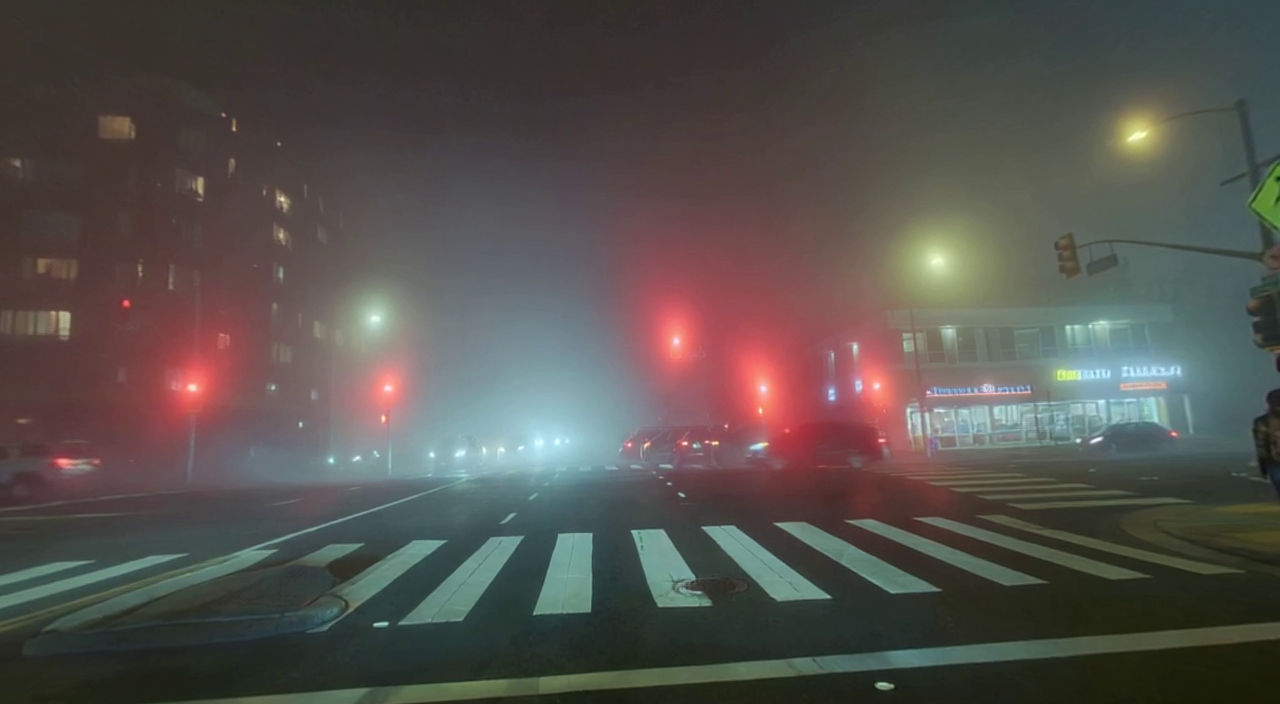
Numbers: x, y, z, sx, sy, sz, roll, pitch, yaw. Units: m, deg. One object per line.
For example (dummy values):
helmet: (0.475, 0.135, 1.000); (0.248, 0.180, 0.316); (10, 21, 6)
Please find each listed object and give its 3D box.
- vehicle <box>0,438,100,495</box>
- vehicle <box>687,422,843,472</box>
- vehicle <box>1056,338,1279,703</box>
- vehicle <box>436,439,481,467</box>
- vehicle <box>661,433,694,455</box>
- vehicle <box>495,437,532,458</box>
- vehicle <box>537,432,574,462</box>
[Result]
vehicle: (-23.097, 4.121, 22.893); (4.842, 1.969, 2.039); (1, -9, -8)
vehicle: (4.028, 3.097, 20.747); (4.612, 1.521, 1.811); (1, -9, -9)
vehicle: (3.021, 0.613, 0.878); (1.866, 1.654, 4.354); (0, -8, 0)
vehicle: (-10.898, 6.099, 38.211); (1.885, 1.545, 4.124); (1, -8, -6)
vehicle: (2.789, 6.930, 47.693); (1.675, 1.569, 4.000); (1, -9, -9)
vehicle: (-8.643, 6.579, 43.566); (1.906, 1.402, 4.904); (0, -8, -5)
vehicle: (-5.097, 5.809, 38.653); (1.976, 1.683, 4.117); (0, -8, -4)
